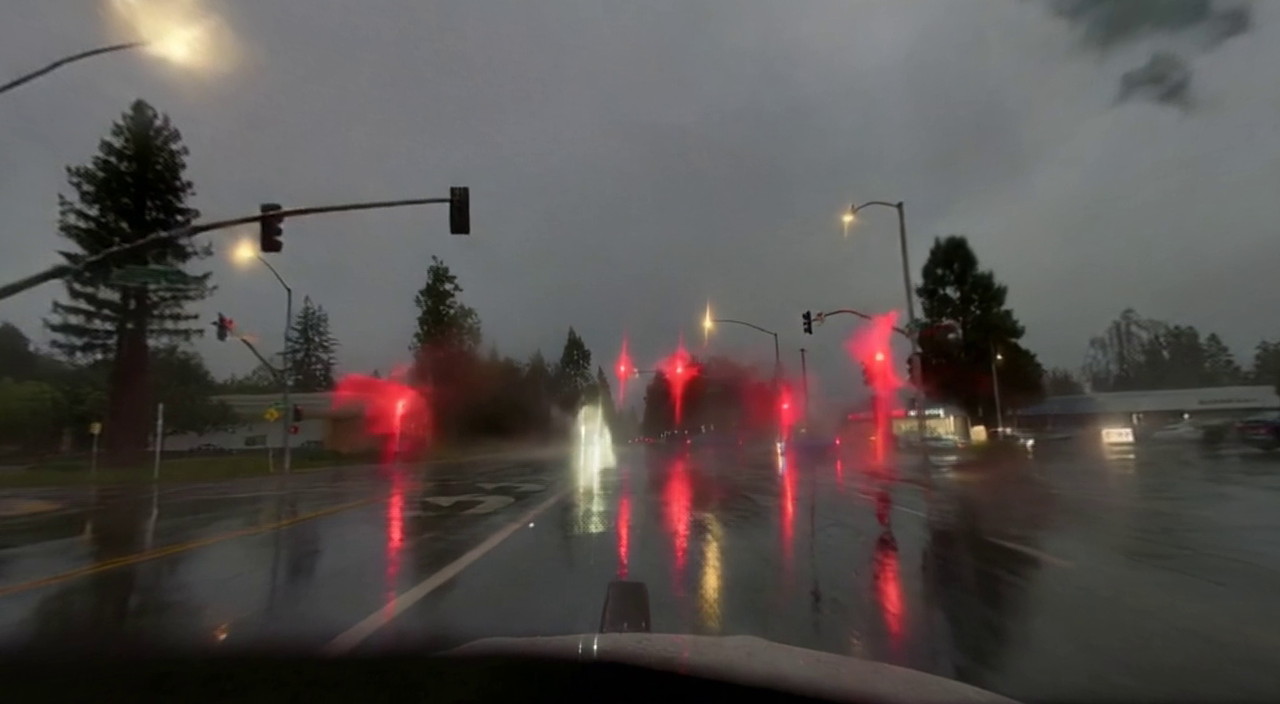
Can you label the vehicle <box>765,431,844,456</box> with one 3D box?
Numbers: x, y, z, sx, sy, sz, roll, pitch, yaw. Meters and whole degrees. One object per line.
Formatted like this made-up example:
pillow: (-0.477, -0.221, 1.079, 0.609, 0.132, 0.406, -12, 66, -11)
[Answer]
vehicle: (10.536, 5.843, 40.388, 4.528, 1.482, 1.864, 3, -8, -19)
